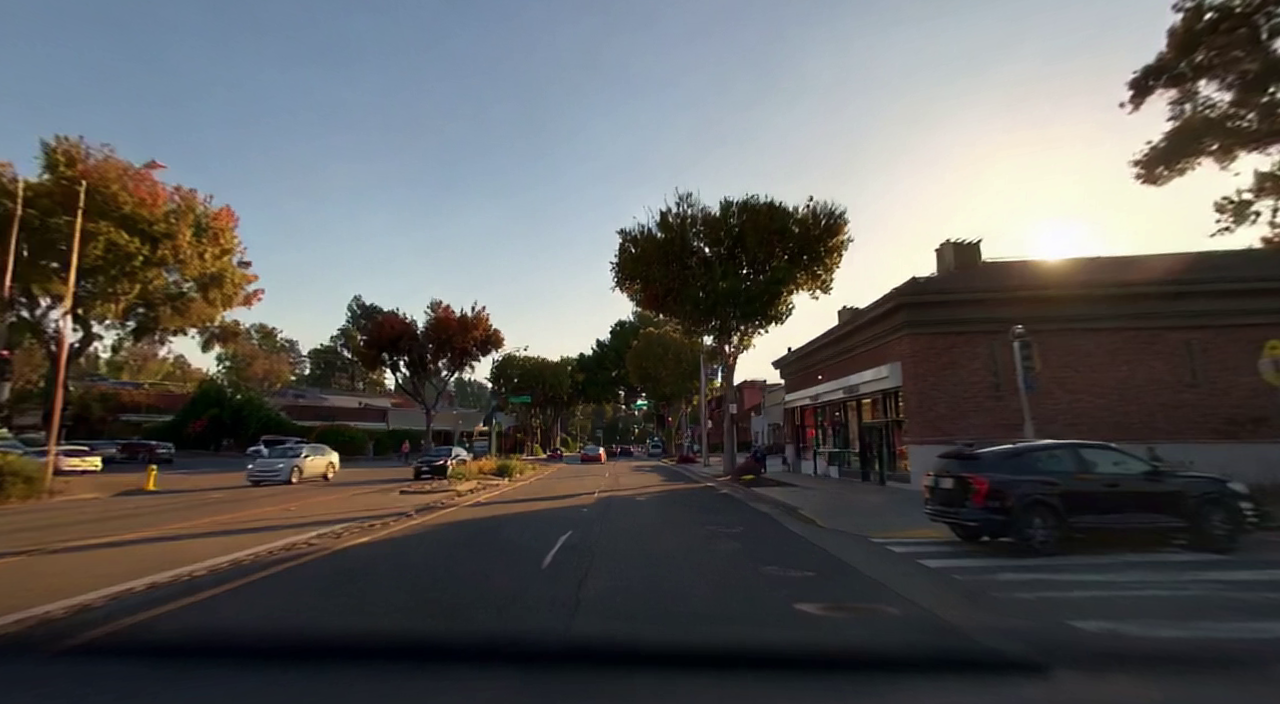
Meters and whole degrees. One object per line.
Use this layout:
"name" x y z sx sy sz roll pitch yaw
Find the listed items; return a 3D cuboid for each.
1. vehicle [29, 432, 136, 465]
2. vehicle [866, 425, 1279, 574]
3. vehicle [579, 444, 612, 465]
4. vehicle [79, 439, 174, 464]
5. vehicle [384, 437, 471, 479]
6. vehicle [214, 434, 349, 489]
"vehicle" -33.328 5.779 38.017 2.110 1.850 4.864 0 -8 -3
"vehicle" 5.651 1.667 7.641 5.022 1.487 2.268 -1 -8 5
"vehicle" -3.243 7.606 47.016 2.122 1.469 4.388 0 -8 0
"vehicle" -30.878 5.991 38.178 1.802 1.437 4.596 0 -8 1
"vehicle" -9.144 4.591 27.615 2.052 1.676 4.463 -1 -8 3
"vehicle" -12.507 3.834 22.470 2.046 1.716 4.423 0 -8 2
